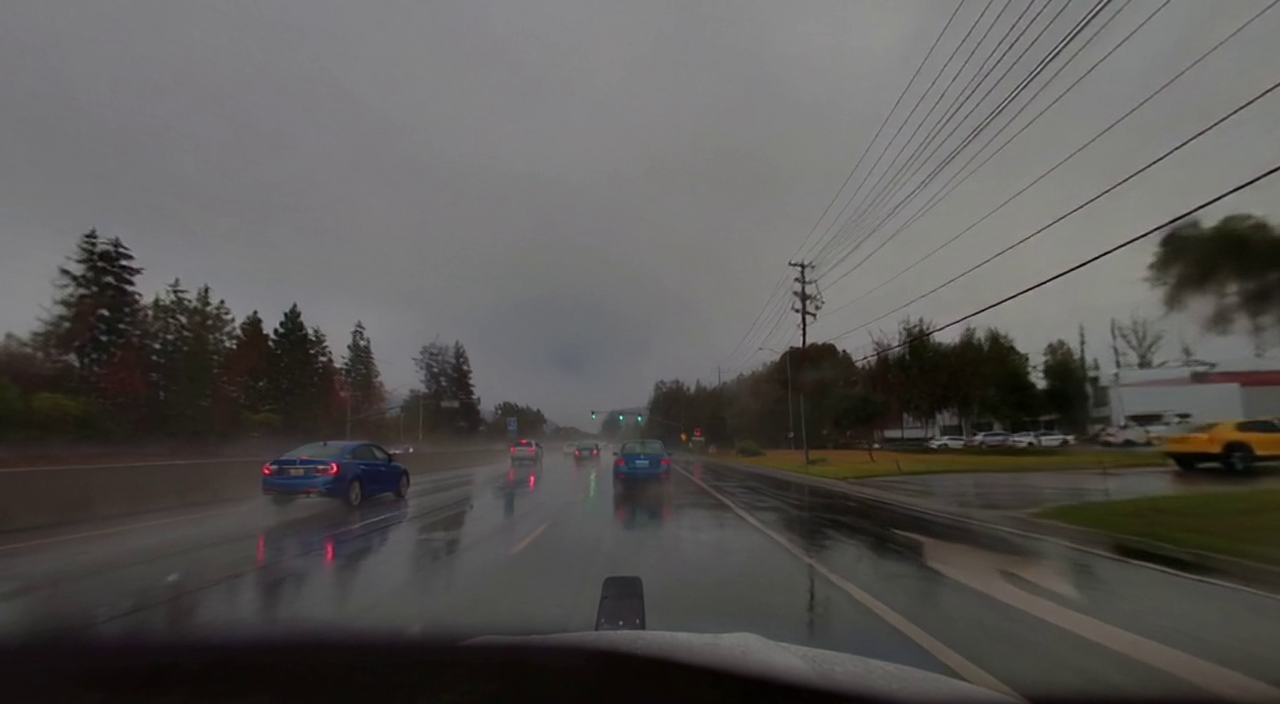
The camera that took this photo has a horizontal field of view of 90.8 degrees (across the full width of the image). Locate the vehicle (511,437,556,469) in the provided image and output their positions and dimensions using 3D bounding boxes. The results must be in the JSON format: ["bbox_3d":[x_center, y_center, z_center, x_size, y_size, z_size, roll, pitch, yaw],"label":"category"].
[{"bbox_3d":[-6.240,5.966,37.488,1.914,1.756,4.179,0,-8,0],"label":"vehicle"}]

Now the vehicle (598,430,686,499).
[{"bbox_3d":[0.023,3.057,17.551,2.140,1.653,4.108,0,-8,-1],"label":"vehicle"}]

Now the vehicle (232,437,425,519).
[{"bbox_3d":[-6.534,2.665,13.975,1.900,1.483,4.547,0,-8,1],"label":"vehicle"}]

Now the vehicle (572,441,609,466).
[{"bbox_3d":[-3.142,6.513,40.636,2.055,1.510,3.961,0,-8,0],"label":"vehicle"}]

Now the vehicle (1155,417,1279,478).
[{"bbox_3d":[17.526,2.634,17.518,4.659,1.572,2.019,0,-8,-1],"label":"vehicle"}]

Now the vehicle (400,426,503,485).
[{"bbox_3d":[-6.696,3.734,23.146,2.144,1.905,4.967,0,-8,1],"label":"vehicle"}]

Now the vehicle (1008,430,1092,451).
[{"bbox_3d":[29.728,6.455,45.923,4.674,1.485,1.874,-1,-8,6],"label":"vehicle"}]
